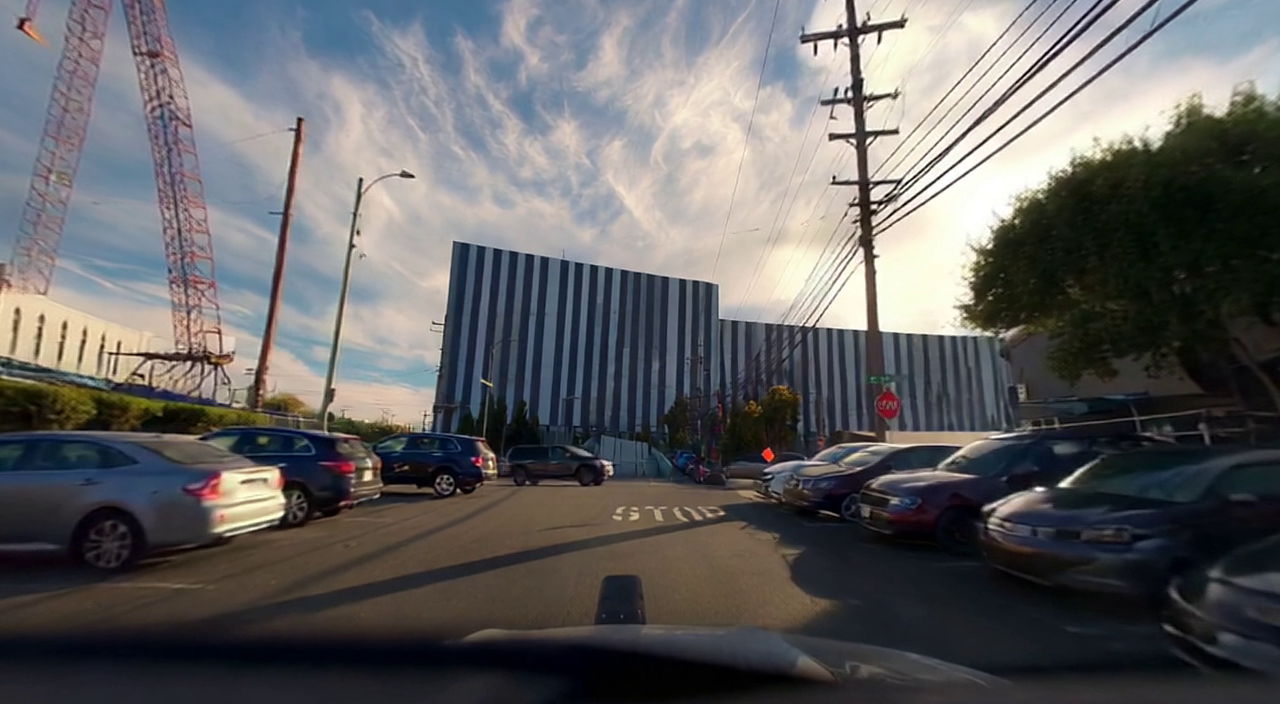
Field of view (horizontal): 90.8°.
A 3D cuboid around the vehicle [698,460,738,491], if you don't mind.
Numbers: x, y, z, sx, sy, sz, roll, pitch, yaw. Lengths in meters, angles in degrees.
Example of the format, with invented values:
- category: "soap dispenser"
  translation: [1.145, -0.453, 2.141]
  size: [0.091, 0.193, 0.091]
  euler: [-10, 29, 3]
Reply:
- category: "vehicle"
  translation: [5.081, 8.100, 41.754]
  size: [2.007, 1.804, 4.136]
  euler: [0, -8, -2]

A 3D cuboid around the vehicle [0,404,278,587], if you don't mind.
- category: "vehicle"
  translation: [-6.683, 1.507, 7.033]
  size: [4.082, 1.723, 1.896]
  euler: [0, -8, 0]

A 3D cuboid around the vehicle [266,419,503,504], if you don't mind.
- category: "vehicle"
  translation: [-6.294, 2.762, 16.071]
  size: [5.025, 1.648, 2.055]
  euler: [4, -9, 0]

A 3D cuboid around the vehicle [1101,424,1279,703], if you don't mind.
- category: "vehicle"
  translation: [4.672, 0.999, 2.362]
  size: [4.318, 1.459, 1.971]
  euler: [0, -8, 0]
